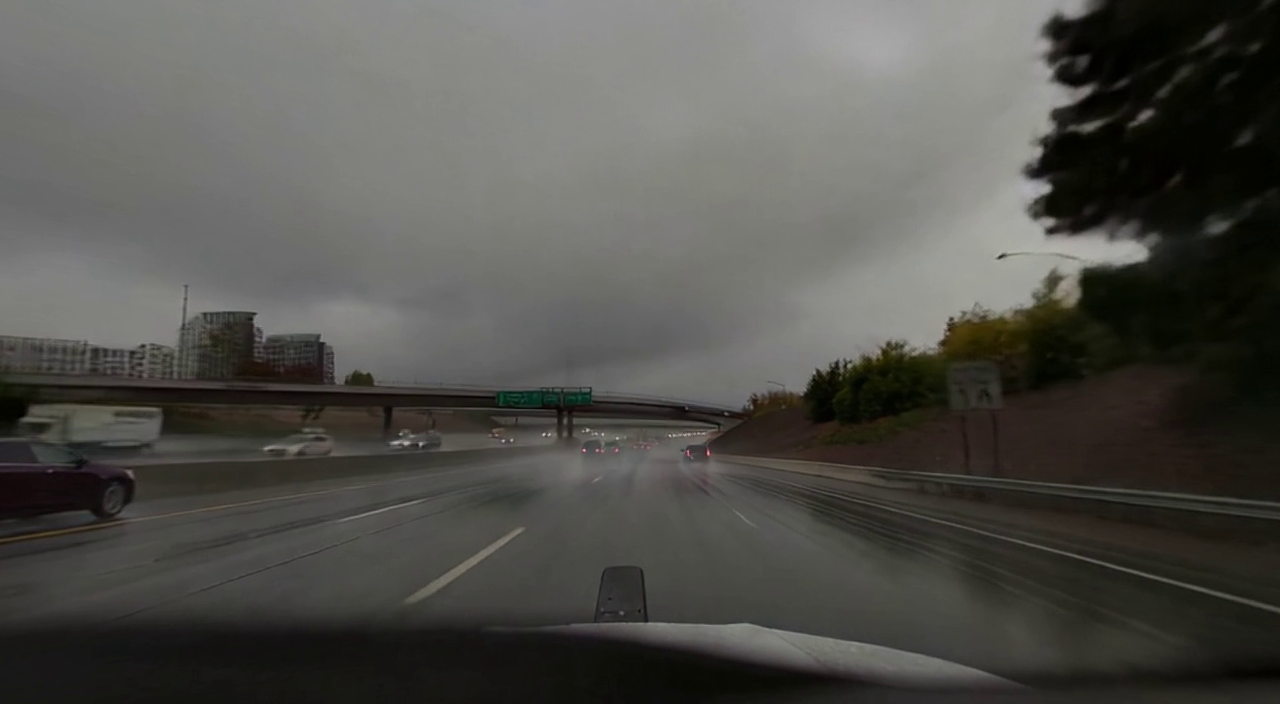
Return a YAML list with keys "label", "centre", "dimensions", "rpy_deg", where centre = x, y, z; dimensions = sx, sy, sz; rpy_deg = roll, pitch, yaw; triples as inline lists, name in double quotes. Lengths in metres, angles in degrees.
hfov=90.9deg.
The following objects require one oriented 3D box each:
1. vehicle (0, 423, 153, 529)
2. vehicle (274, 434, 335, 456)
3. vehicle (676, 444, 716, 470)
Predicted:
- label: "vehicle"
  centre: [-11.237, 2.104, 10.891]
  dimensions: [1.995, 1.682, 4.516]
  rpy_deg: [0, -8, 1]
- label: "vehicle"
  centre: [-24.199, 6.733, 45.632]
  dimensions: [1.922, 1.544, 4.340]
  rpy_deg: [0, -8, 1]
- label: "vehicle"
  centre: [3.413, 6.526, 39.410]
  dimensions: [2.059, 1.509, 4.670]
  rpy_deg: [0, -8, 0]
